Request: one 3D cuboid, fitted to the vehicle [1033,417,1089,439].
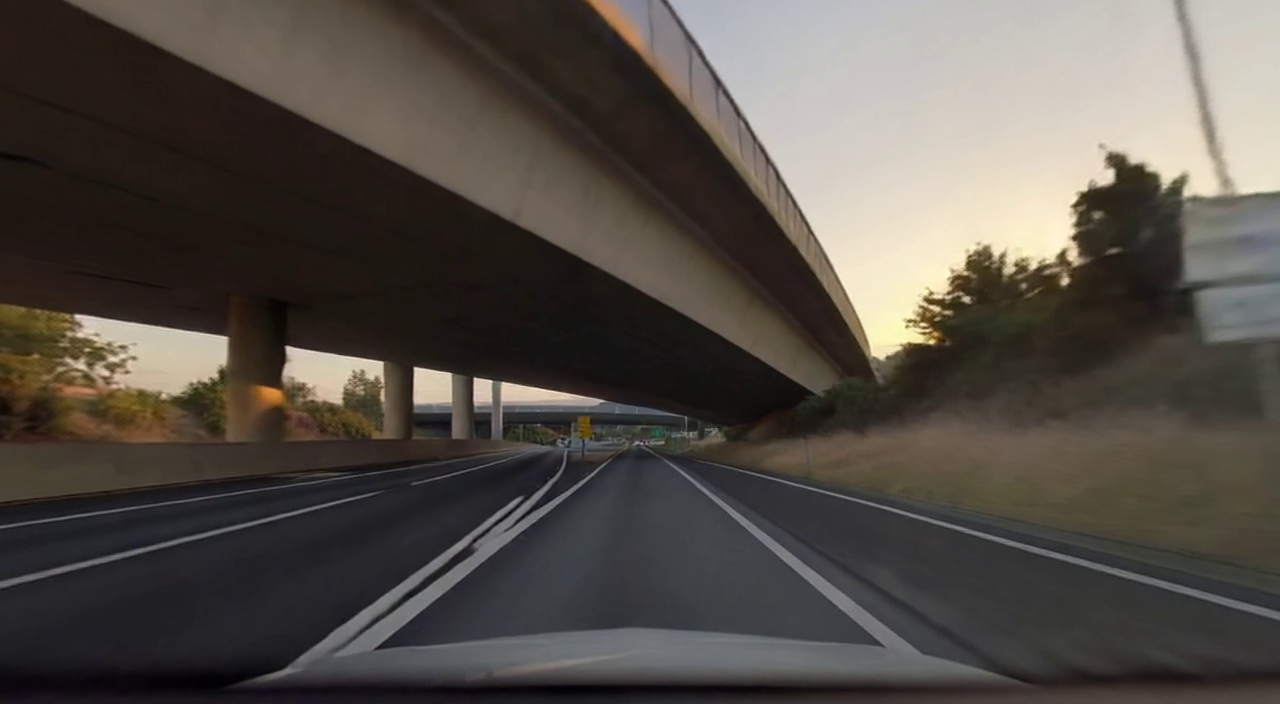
[{"bbox_3d":[32.120,5.821,48.225,1.853,1.521,4.259,-1,-9,8],"label":"vehicle"}]
